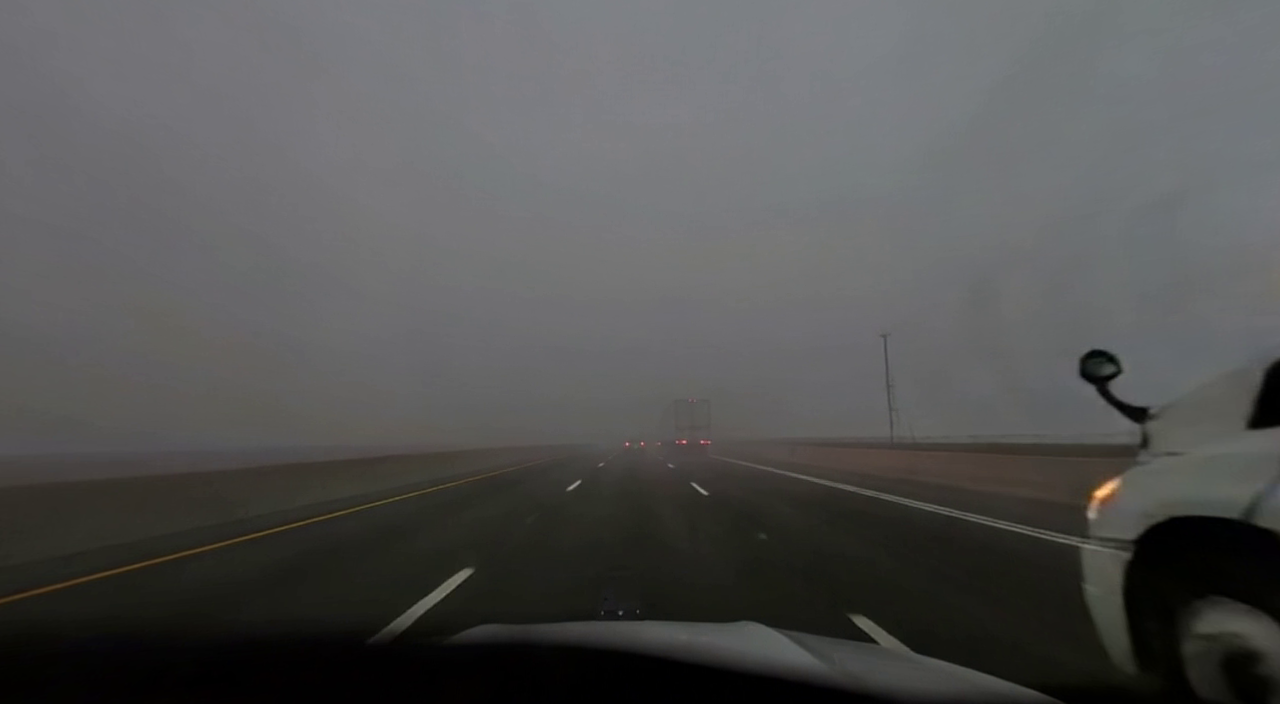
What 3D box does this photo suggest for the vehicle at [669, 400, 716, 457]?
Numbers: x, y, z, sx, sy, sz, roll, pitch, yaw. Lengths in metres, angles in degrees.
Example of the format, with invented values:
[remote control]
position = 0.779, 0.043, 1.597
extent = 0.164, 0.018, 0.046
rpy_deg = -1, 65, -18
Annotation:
[vehicle]
position = 3.884, 5.999, 48.583
extent = 2.840, 3.947, 8.920
rpy_deg = 0, -8, 0
